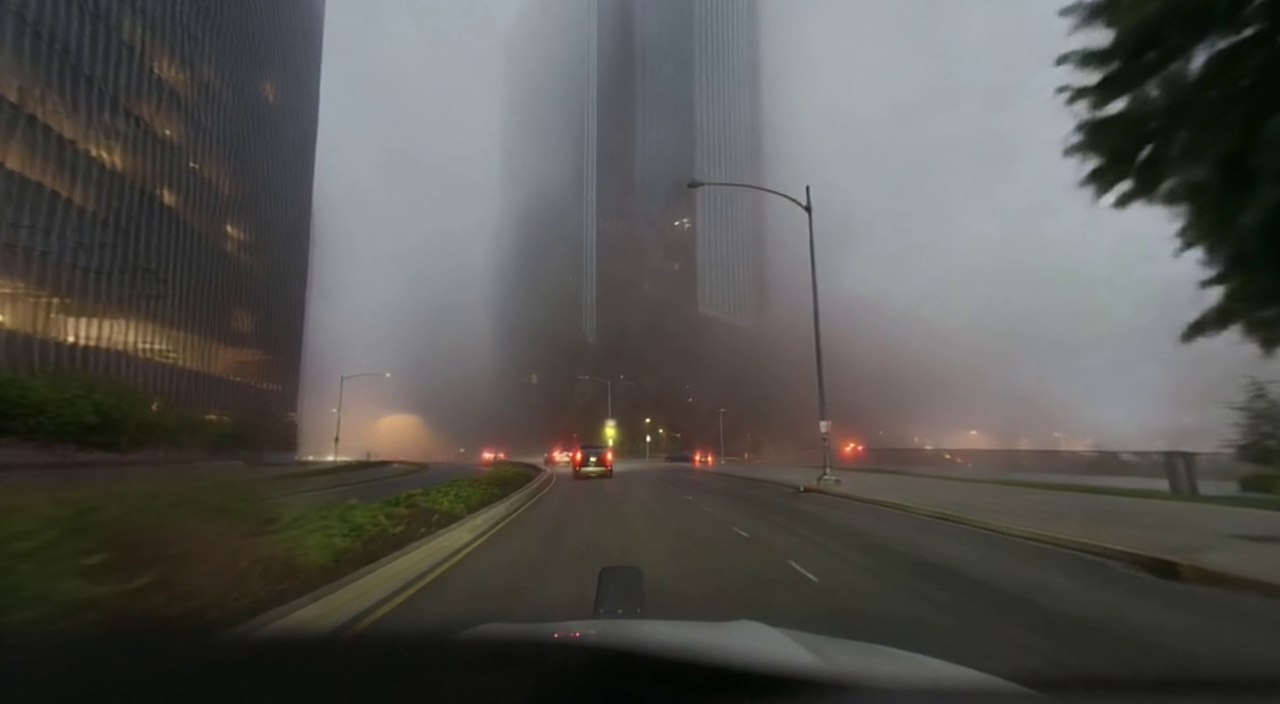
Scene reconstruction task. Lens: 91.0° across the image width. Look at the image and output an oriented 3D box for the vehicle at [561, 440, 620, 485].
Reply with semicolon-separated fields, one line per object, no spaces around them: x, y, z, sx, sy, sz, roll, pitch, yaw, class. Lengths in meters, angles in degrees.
-2.021;4.493;25.853;2.183;1.675;4.319;1;-9;-4;vehicle
